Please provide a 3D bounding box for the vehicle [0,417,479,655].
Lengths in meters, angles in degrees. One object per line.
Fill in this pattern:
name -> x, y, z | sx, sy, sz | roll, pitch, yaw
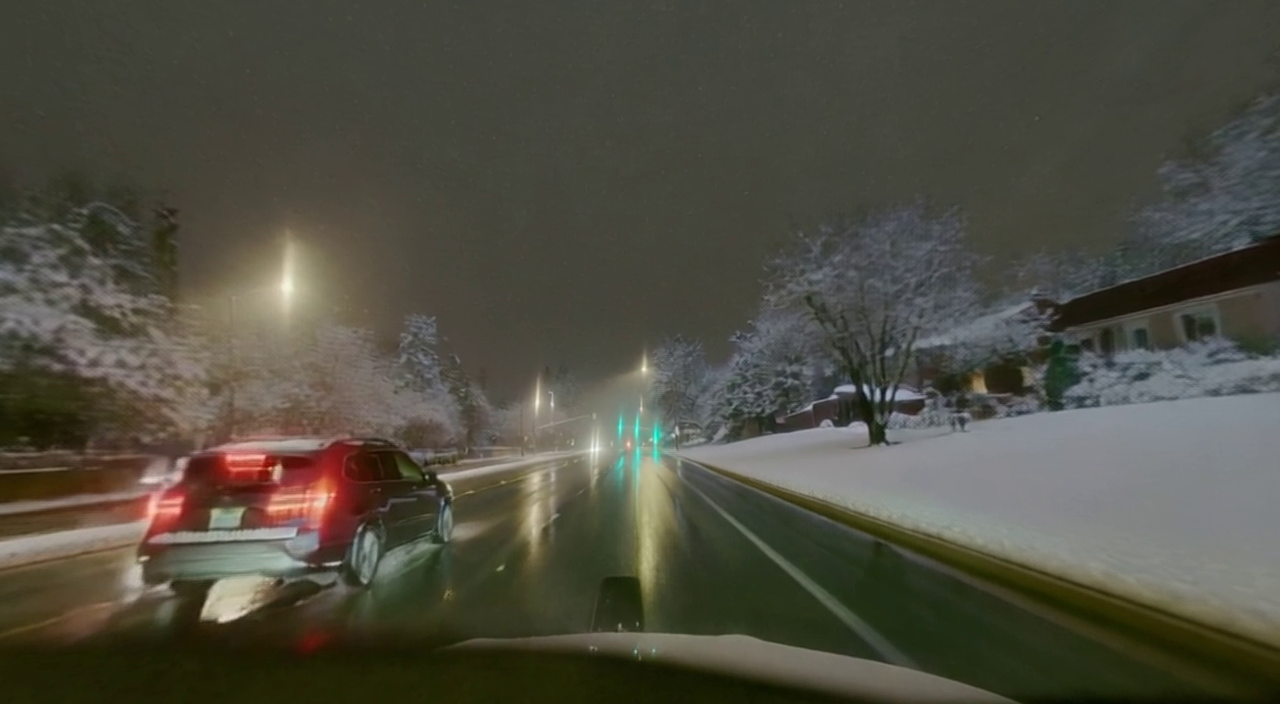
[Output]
vehicle -> -3.305, 1.519, 6.481 | 2.020, 1.478, 4.890 | 0, -8, 0
